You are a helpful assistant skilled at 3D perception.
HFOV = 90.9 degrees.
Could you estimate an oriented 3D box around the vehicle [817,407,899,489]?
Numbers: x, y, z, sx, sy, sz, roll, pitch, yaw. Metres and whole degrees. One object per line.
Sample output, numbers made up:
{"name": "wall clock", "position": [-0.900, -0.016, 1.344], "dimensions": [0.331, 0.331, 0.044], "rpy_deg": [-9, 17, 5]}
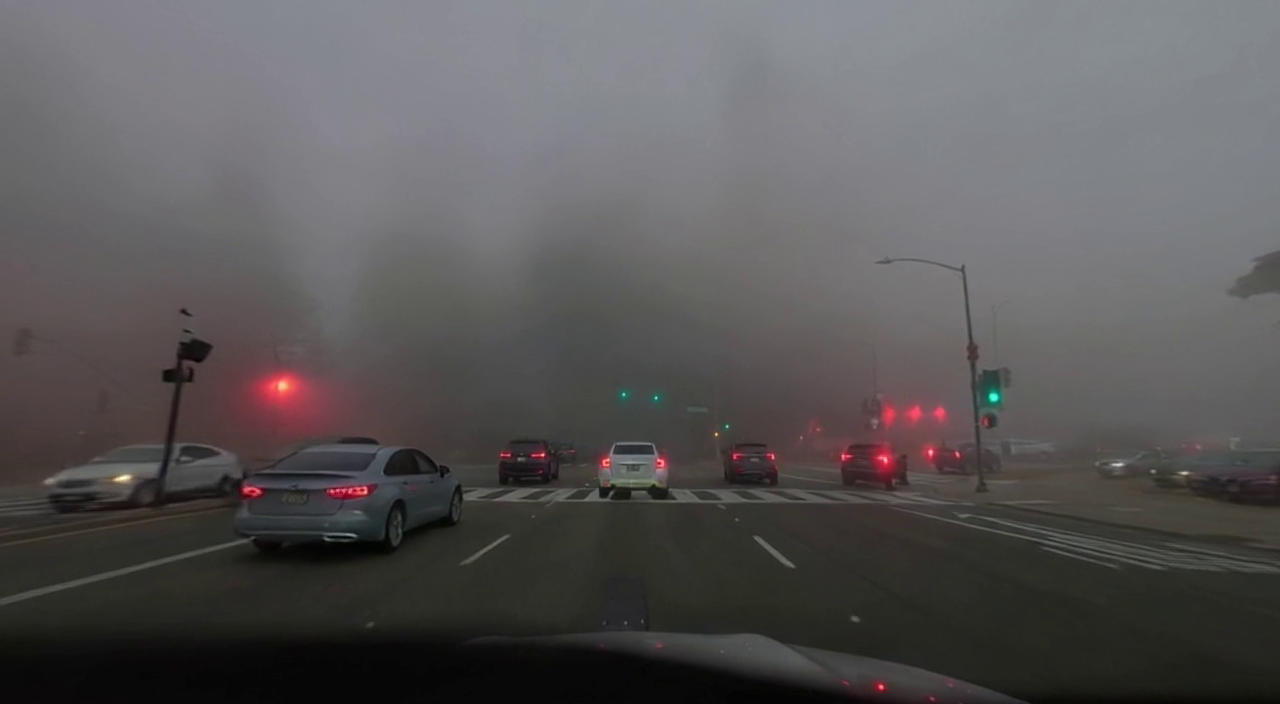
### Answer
{"name": "vehicle", "position": [9.494, 4.187, 27.688], "dimensions": [2.613, 3.281, 2.673], "rpy_deg": [3, -8, -1]}

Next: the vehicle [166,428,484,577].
{"name": "vehicle", "position": [-3.784, 1.871, 8.797], "dimensions": [1.992, 1.493, 4.688], "rpy_deg": [0, -8, 0]}

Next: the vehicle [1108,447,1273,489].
{"name": "vehicle", "position": [22.509, 4.698, 25.973], "dimensions": [1.993, 1.517, 4.601], "rpy_deg": [5, -10, -30]}

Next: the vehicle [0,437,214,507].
{"name": "vehicle", "position": [-16.230, 3.574, 19.448], "dimensions": [2.237, 1.840, 5.567], "rpy_deg": [0, -8, 0]}

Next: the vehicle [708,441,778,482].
{"name": "vehicle", "position": [4.045, 4.365, 25.520], "dimensions": [1.979, 1.485, 4.207], "rpy_deg": [0, -8, -2]}

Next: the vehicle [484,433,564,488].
{"name": "vehicle", "position": [-3.859, 3.687, 21.734], "dimensions": [1.983, 1.685, 3.997], "rpy_deg": [0, -8, 0]}

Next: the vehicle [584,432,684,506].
{"name": "vehicle", "position": [-0.143, 2.802, 15.507], "dimensions": [2.121, 1.563, 4.031], "rpy_deg": [0, -8, 0]}
